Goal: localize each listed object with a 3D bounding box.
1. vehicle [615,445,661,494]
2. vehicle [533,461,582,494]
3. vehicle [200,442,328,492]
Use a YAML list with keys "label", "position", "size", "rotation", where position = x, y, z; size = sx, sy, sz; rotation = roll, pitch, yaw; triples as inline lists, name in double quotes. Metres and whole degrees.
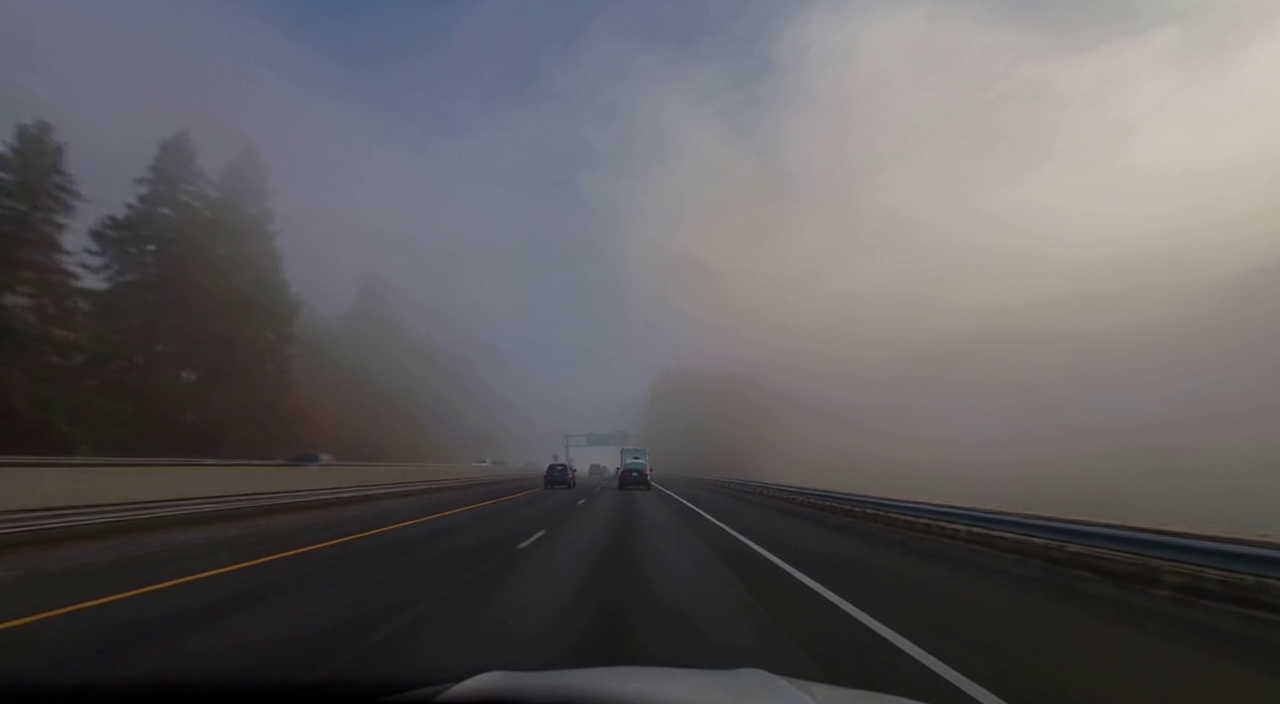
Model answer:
- label: "vehicle"
  position: [-0.176, 6.820, 36.561]
  size: [2.482, 2.549, 5.447]
  rotation: [1, -11, -1]
- label: "vehicle"
  position: [-4.332, 6.671, 33.594]
  size: [2.100, 1.605, 3.883]
  rotation: [1, -11, 0]
- label: "vehicle"
  position: [-12.913, 4.031, 22.010]
  size: [1.909, 1.531, 4.122]
  rotation: [1, -11, 0]
